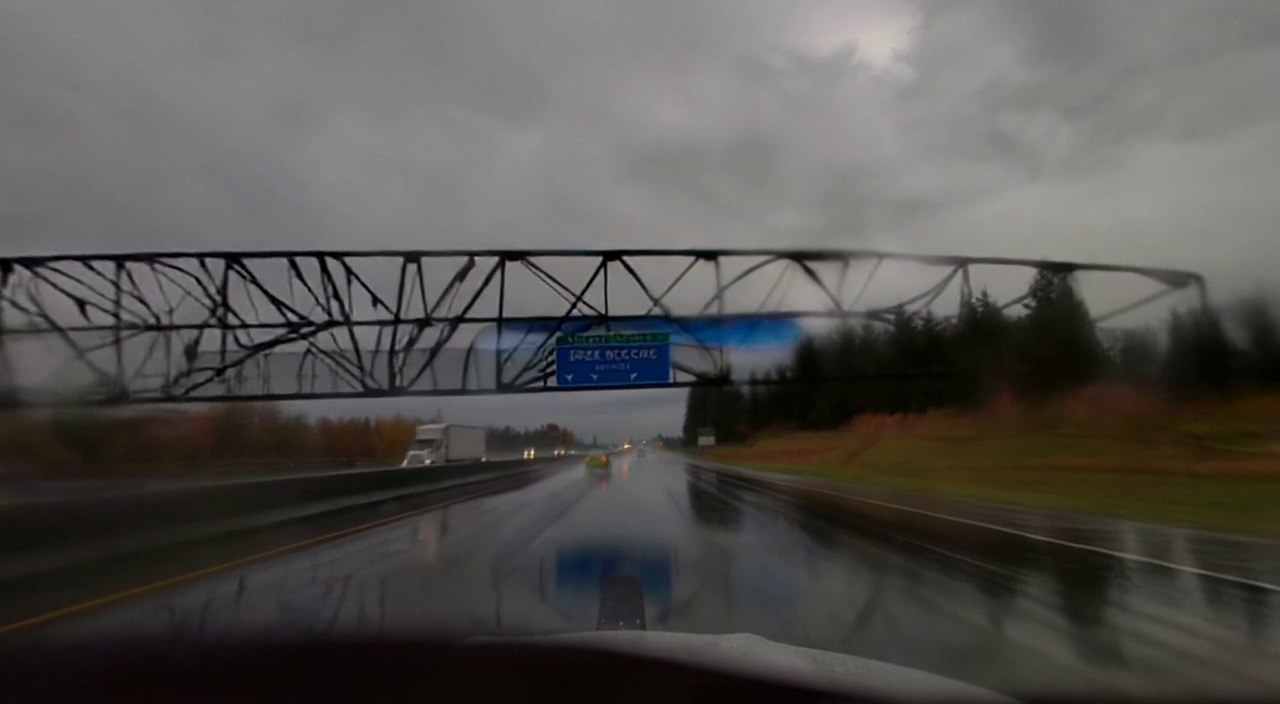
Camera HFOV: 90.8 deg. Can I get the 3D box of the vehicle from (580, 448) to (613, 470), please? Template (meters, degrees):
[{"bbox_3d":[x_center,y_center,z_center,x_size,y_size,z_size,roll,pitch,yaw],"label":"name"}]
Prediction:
[{"bbox_3d":[-3.232,8.123,48.124,2.180,1.537,4.459,0,-9,0],"label":"vehicle"}]
